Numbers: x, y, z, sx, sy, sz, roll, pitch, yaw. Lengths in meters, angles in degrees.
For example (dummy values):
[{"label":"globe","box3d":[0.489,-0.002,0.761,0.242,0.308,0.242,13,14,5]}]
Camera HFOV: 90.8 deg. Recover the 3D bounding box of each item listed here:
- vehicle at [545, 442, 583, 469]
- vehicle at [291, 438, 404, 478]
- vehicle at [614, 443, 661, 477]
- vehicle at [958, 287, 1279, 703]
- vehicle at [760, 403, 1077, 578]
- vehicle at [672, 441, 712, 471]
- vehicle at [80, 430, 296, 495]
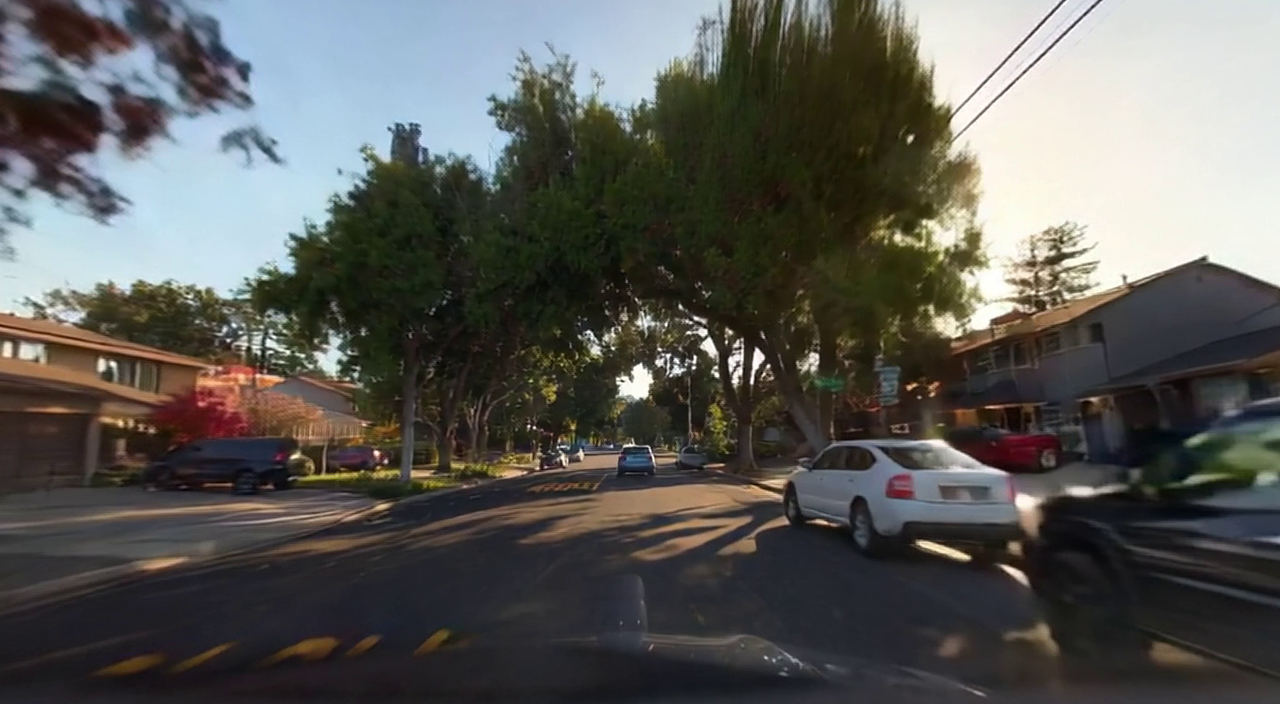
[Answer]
[{"label":"vehicle","box3d":[-5.693,7.783,47.974,2.126,1.816,4.796,-3,-8,1]},{"label":"vehicle","box3d":[-13.440,4.877,29.248,4.253,1.772,1.980,0,-9,-3]},{"label":"vehicle","box3d":[-0.131,4.952,29.187,2.000,1.449,4.006,0,-8,0]},{"label":"vehicle","box3d":[3.595,0.717,2.316,2.221,1.960,4.927,0,-8,0]},{"label":"vehicle","box3d":[3.449,1.873,9.505,2.135,1.809,5.682,0,-9,-1]},{"label":"vehicle","box3d":[3.093,6.266,38.362,1.978,1.690,4.306,0,-9,-1]},{"label":"vehicle","box3d":[-13.354,3.273,18.921,4.836,1.831,1.982,0,-9,-1]}]
